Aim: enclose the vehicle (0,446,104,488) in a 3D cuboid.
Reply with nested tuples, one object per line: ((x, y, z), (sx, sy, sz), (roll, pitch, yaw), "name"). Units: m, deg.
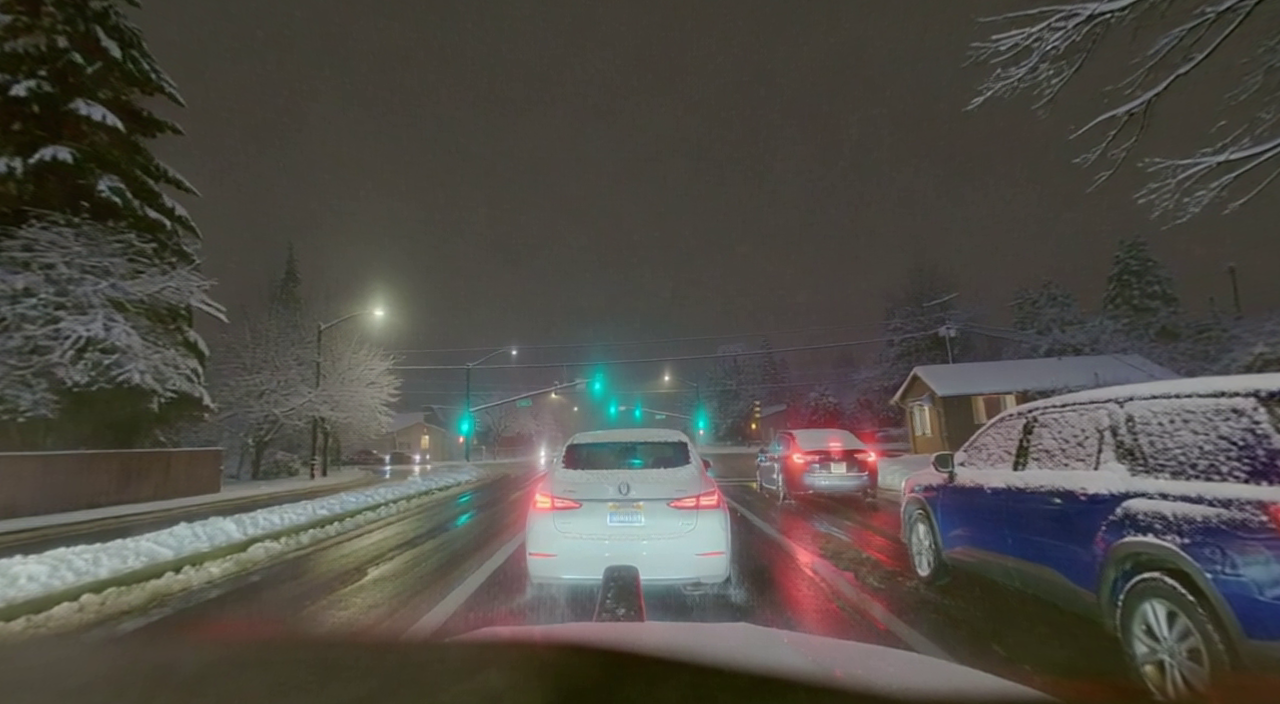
((-22.532, 4.210, 23.273), (4.092, 1.438, 1.639), (-1, -8, 1), "vehicle")

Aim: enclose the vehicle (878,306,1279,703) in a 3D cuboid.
((3.361, 0.955, 3.928), (2.006, 1.766, 4.345), (0, -8, 0), "vehicle")

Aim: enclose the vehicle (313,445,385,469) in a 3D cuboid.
((-19.891, 7.189, 43.338), (3.957, 1.630, 1.881), (0, -8, 0), "vehicle")

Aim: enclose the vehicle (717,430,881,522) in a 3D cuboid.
((2.956, 2.422, 12.928), (1.971, 1.517, 4.521), (0, -8, -3), "vehicle")

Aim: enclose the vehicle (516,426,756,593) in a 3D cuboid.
((-0.084, 1.742, 7.897), (2.186, 1.500, 4.141), (0, -8, -1), "vehicle")
